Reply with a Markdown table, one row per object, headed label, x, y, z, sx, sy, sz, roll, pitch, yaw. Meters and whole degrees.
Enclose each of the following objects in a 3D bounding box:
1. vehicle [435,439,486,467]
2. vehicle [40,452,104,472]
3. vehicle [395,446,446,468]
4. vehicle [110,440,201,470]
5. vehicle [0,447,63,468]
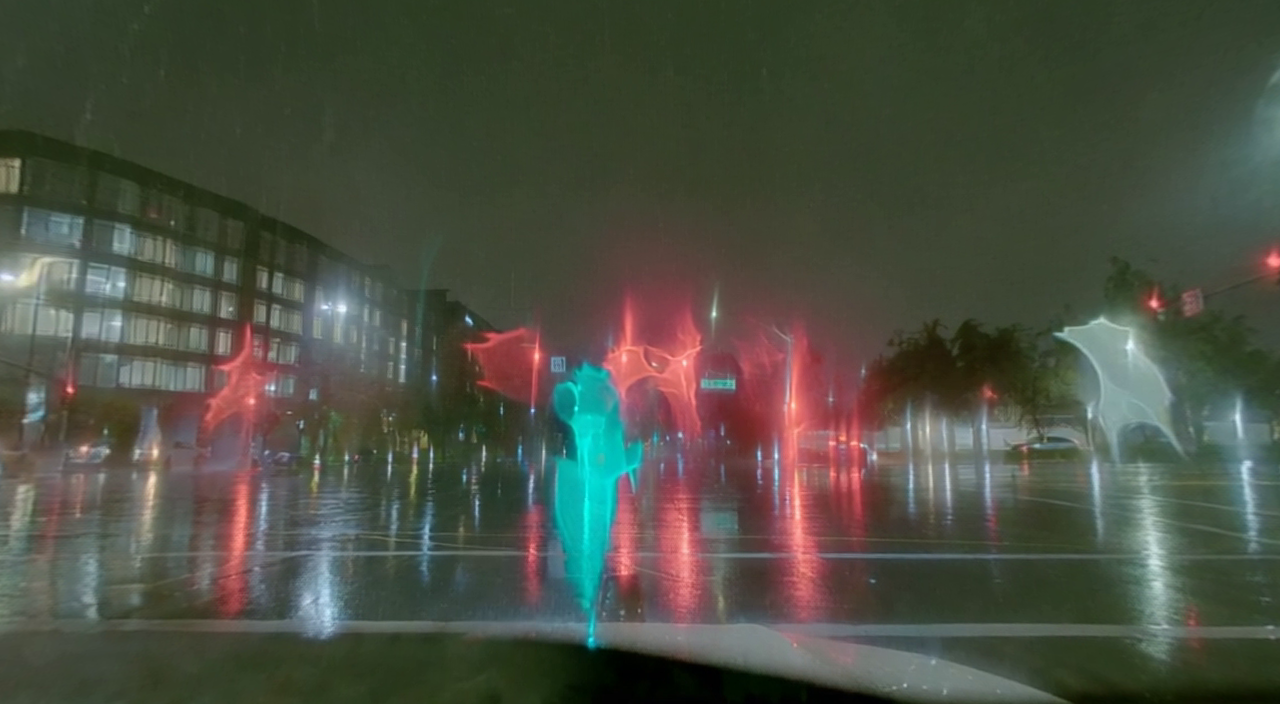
| label | x | y | z | sx | sy | sz | roll | pitch | yaw |
| --- | --- | --- | --- | --- | --- | --- | --- | --- | --- |
| vehicle | -11.958 | 6.762 | 42.370 | 2.080 | 1.763 | 4.341 | 0 | -8 | 1 |
| vehicle | -41.585 | 8.027 | 46.335 | 1.552 | 1.339 | 3.340 | -1 | -8 | -1 |
| vehicle | -15.490 | 7.420 | 44.809 | 2.056 | 1.450 | 4.343 | 0 | -8 | 0 |
| vehicle | -34.892 | 7.416 | 45.752 | 2.204 | 1.955 | 5.518 | 0 | -8 | 0 |
| vehicle | -45.245 | 7.762 | 46.619 | 1.858 | 1.467 | 3.624 | 0 | -8 | 1 |
